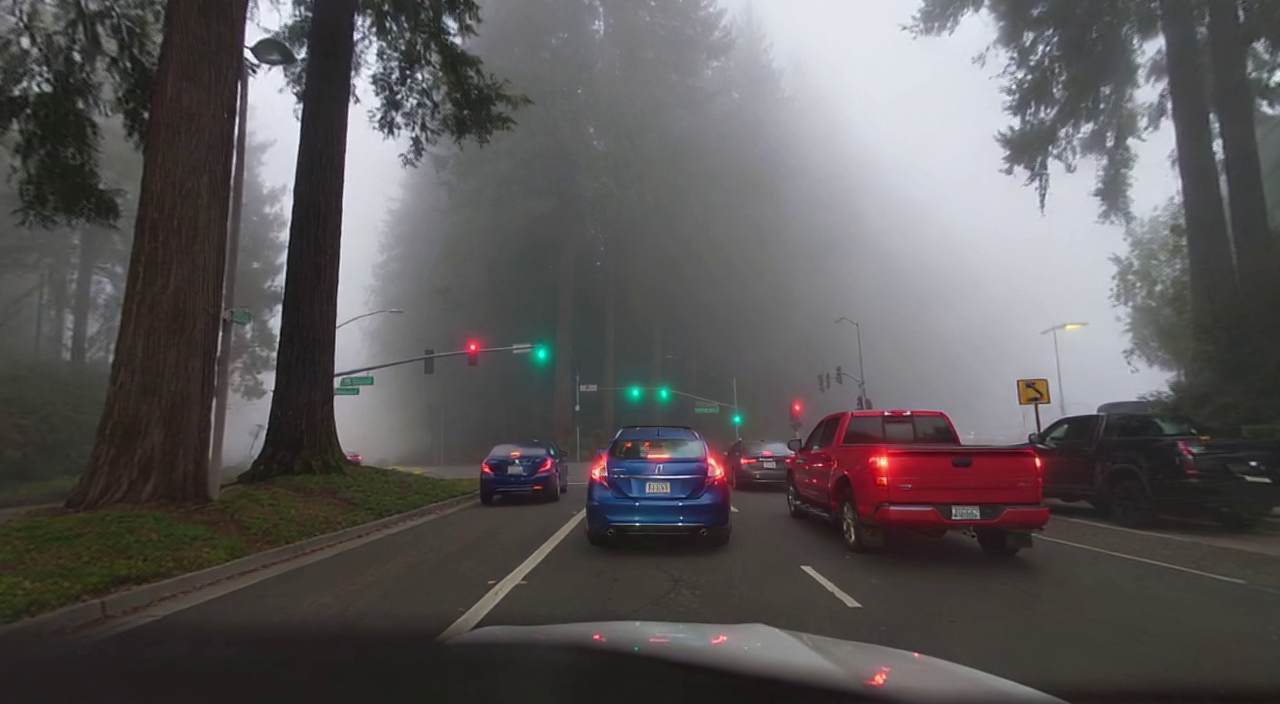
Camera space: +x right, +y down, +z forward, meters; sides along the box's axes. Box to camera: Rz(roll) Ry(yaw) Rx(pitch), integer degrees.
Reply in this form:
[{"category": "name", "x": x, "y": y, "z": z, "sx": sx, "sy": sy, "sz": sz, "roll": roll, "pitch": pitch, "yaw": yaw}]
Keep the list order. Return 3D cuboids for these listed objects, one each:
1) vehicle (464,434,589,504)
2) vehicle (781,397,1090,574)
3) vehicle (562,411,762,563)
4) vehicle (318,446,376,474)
[{"category": "vehicle", "x": -2.700, "y": 2.949, "z": 16.429, "sx": 2.133, "sy": 1.496, "sz": 5.150, "roll": 0, "pitch": -8, "yaw": 2}, {"category": "vehicle", "x": 3.390, "y": 1.631, "z": 8.409, "sx": 2.099, "sy": 1.725, "sz": 4.290, "roll": 0, "pitch": -8, "yaw": 1}, {"category": "vehicle", "x": 0.247, "y": 1.776, "z": 8.976, "sx": 2.168, "sy": 1.641, "sz": 4.039, "roll": 0, "pitch": -8, "yaw": 0}, {"category": "vehicle", "x": -18.211, "y": 6.722, "z": 39.407, "sx": 2.026, "sy": 1.587, "sz": 4.608, "roll": 1, "pitch": -8, "yaw": -9}]
